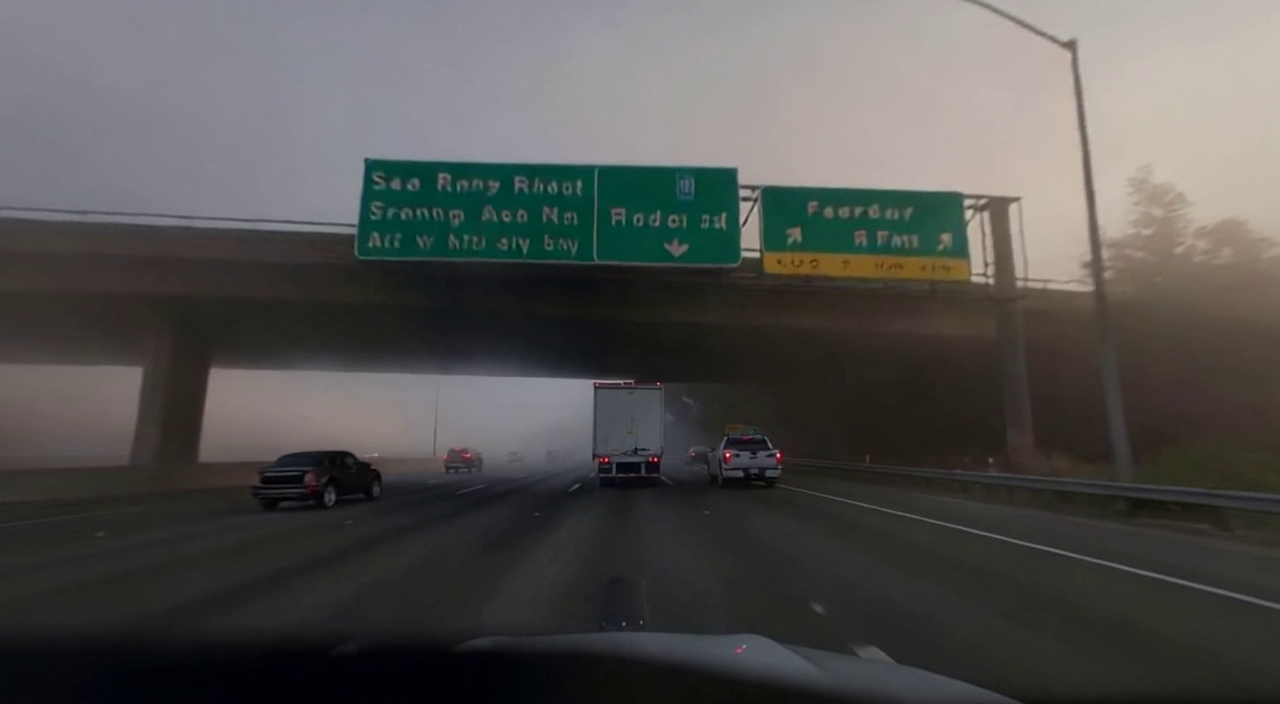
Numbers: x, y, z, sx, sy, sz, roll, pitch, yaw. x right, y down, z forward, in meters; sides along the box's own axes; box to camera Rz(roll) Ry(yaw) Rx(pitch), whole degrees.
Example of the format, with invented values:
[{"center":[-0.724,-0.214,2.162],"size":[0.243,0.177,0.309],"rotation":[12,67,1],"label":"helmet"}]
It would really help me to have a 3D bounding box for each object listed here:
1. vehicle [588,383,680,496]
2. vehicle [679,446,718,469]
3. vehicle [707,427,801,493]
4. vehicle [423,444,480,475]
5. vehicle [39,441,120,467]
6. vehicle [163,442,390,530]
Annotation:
[{"center":[-0.254,3.587,25.541],"size":[2.916,3.584,10.841],"rotation":[0,-9,-1],"label":"vehicle"},{"center":[3.967,7.333,43.888],"size":[2.108,1.508,4.744],"rotation":[0,-9,-2],"label":"vehicle"},{"center":[3.740,3.670,21.728],"size":[2.174,1.968,5.016],"rotation":[0,-9,-1],"label":"vehicle"},{"center":[-11.621,6.650,39.305],"size":[2.119,1.747,5.121],"rotation":[0,-9,-2],"label":"vehicle"},{"center":[-34.333,6.223,38.766],"size":[1.622,1.433,3.904],"rotation":[1,-7,-5],"label":"vehicle"},{"center":[-7.283,2.698,13.427],"size":[2.057,1.506,4.829],"rotation":[0,-9,-1],"label":"vehicle"}]
